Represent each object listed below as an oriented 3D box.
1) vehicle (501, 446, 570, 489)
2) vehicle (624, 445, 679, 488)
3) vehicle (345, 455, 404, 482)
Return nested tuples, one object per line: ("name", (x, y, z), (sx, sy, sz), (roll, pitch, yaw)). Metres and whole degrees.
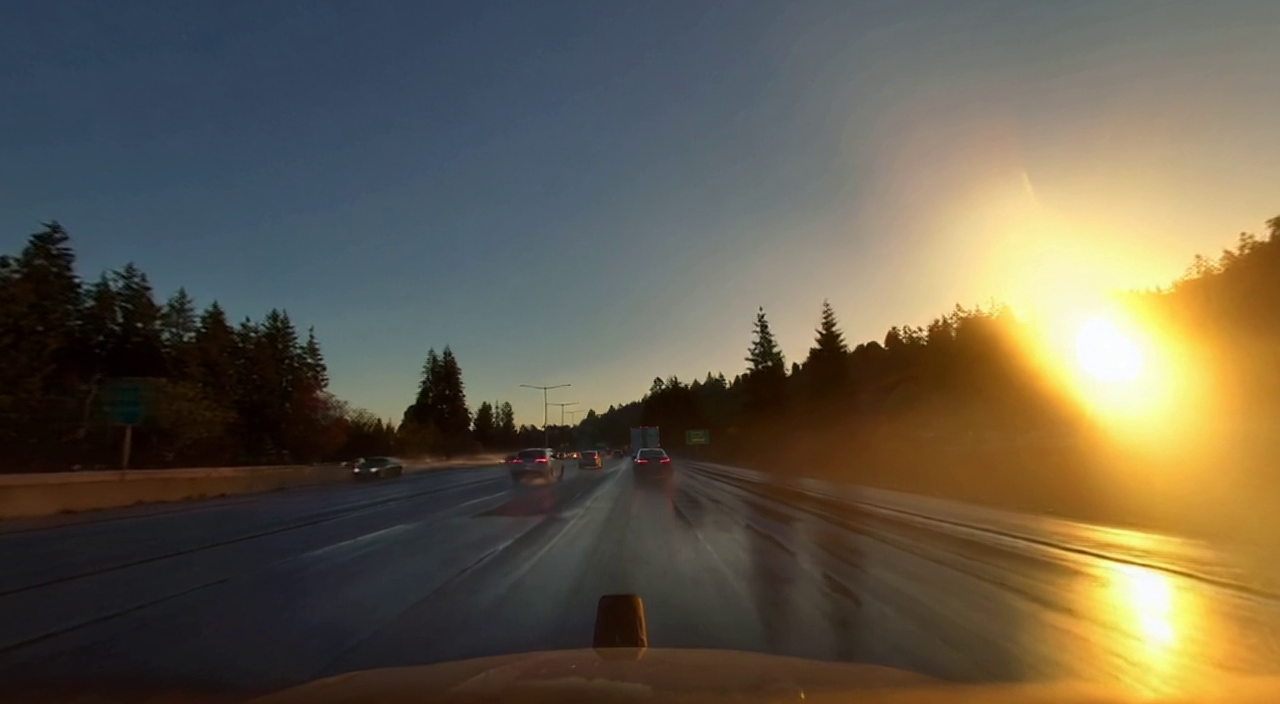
("vehicle", (-4.020, 4.522, 24.847), (1.940, 1.502, 4.463), (-1, -9, 1))
("vehicle", (0.398, 4.546, 25.161), (2.015, 1.526, 4.286), (0, -9, -1))
("vehicle", (-16.852, 7.378, 39.954), (1.874, 1.538, 4.116), (-1, -9, 1))
